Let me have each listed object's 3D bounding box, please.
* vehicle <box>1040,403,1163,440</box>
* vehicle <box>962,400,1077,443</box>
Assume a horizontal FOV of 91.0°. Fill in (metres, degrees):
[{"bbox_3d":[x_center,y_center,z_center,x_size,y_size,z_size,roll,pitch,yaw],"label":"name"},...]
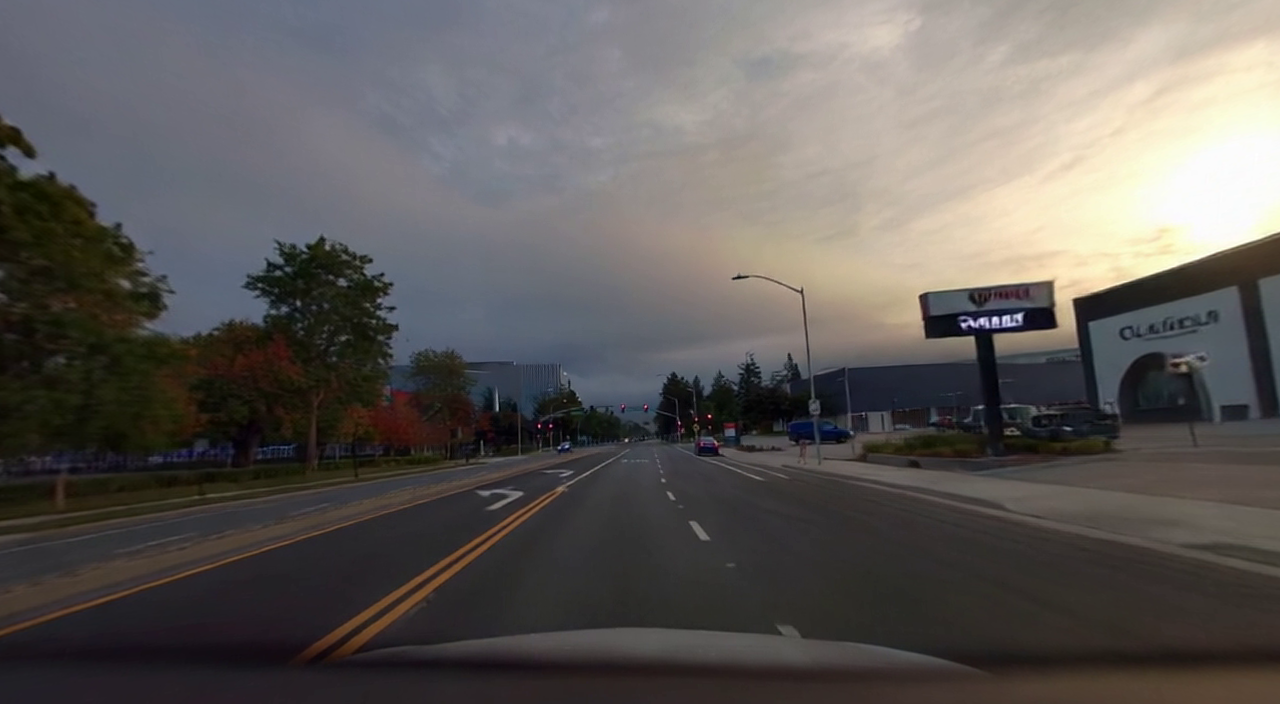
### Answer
[{"bbox_3d":[19.991,3.120,27.515,2.021,1.472,4.047,1,-8,-7],"label":"vehicle"},{"bbox_3d":[17.102,3.235,28.688,2.059,1.788,4.708,1,-8,-3],"label":"vehicle"}]
